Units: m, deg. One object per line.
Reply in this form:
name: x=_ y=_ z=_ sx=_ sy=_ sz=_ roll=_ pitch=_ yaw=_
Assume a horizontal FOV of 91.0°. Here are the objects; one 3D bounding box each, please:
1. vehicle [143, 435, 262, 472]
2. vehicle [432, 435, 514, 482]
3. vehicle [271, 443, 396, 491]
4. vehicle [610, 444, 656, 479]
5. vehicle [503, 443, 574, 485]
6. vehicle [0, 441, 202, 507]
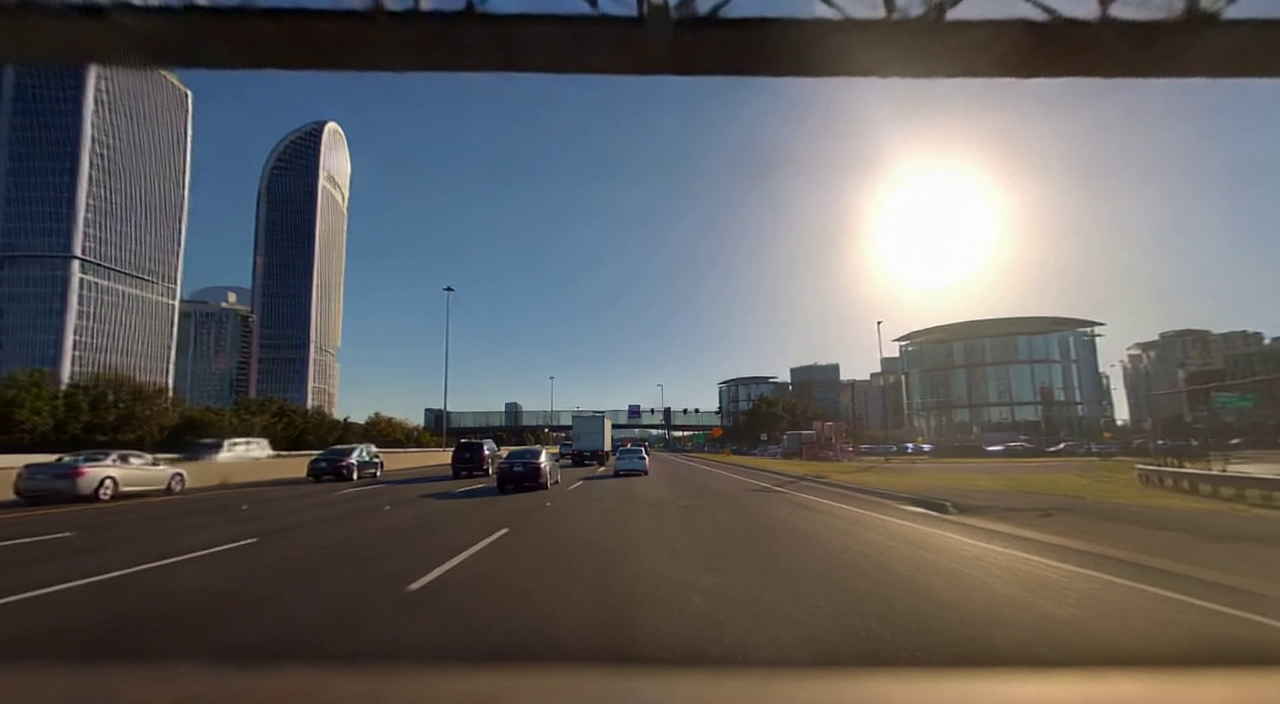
vehicle: x=-23.215 y=5.421 z=33.811 sx=2.245 sy=1.759 sz=5.725 roll=0 pitch=-9 yaw=1
vehicle: x=-7.142 y=4.613 z=27.537 sx=2.190 sy=1.821 sz=4.800 roll=0 pitch=-9 yaw=1
vehicle: x=-10.666 y=4.007 z=22.399 sx=1.987 sy=1.495 sz=4.710 roll=0 pitch=-9 yaw=1
vehicle: x=-0.286 y=5.048 z=29.289 sx=1.991 sy=1.488 sz=3.922 roll=0 pitch=-9 yaw=0
vehicle: x=-3.895 y=4.379 z=24.898 sx=2.016 sy=1.497 sz=4.235 roll=0 pitch=-9 yaw=1
vehicle: x=-14.455 y=3.168 z=16.866 sx=1.948 sy=1.483 sz=4.814 roll=0 pitch=-9 yaw=0
